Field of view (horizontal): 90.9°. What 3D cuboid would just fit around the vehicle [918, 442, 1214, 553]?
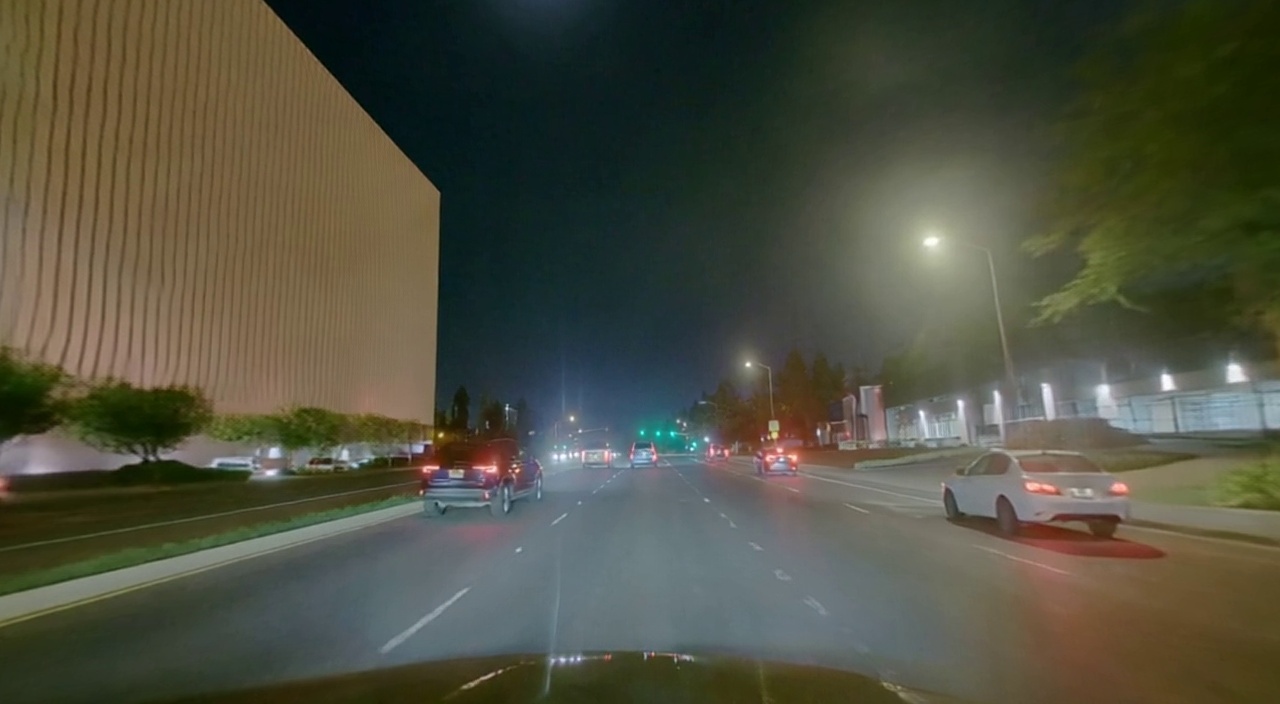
[{"bbox_3d":[6.758,2.296,10.815,1.865,1.458,4.605,0,-8,0],"label":"vehicle"}]

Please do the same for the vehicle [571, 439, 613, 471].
[{"bbox_3d":[-2.860,6.281,38.606,2.117,1.799,4.442,0,-8,2],"label":"vehicle"}]

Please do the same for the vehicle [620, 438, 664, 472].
[{"bbox_3d":[0.148,5.836,35.848,2.304,1.795,4.526,0,-8,1],"label":"vehicle"}]

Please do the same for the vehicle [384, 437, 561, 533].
[{"bbox_3d":[-2.932,2.432,12.195,2.095,1.486,4.411,0,-8,2],"label":"vehicle"}]

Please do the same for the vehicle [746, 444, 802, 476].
[{"bbox_3d":[6.463,5.235,30.841,1.884,1.458,4.245,0,-8,2],"label":"vehicle"}]
